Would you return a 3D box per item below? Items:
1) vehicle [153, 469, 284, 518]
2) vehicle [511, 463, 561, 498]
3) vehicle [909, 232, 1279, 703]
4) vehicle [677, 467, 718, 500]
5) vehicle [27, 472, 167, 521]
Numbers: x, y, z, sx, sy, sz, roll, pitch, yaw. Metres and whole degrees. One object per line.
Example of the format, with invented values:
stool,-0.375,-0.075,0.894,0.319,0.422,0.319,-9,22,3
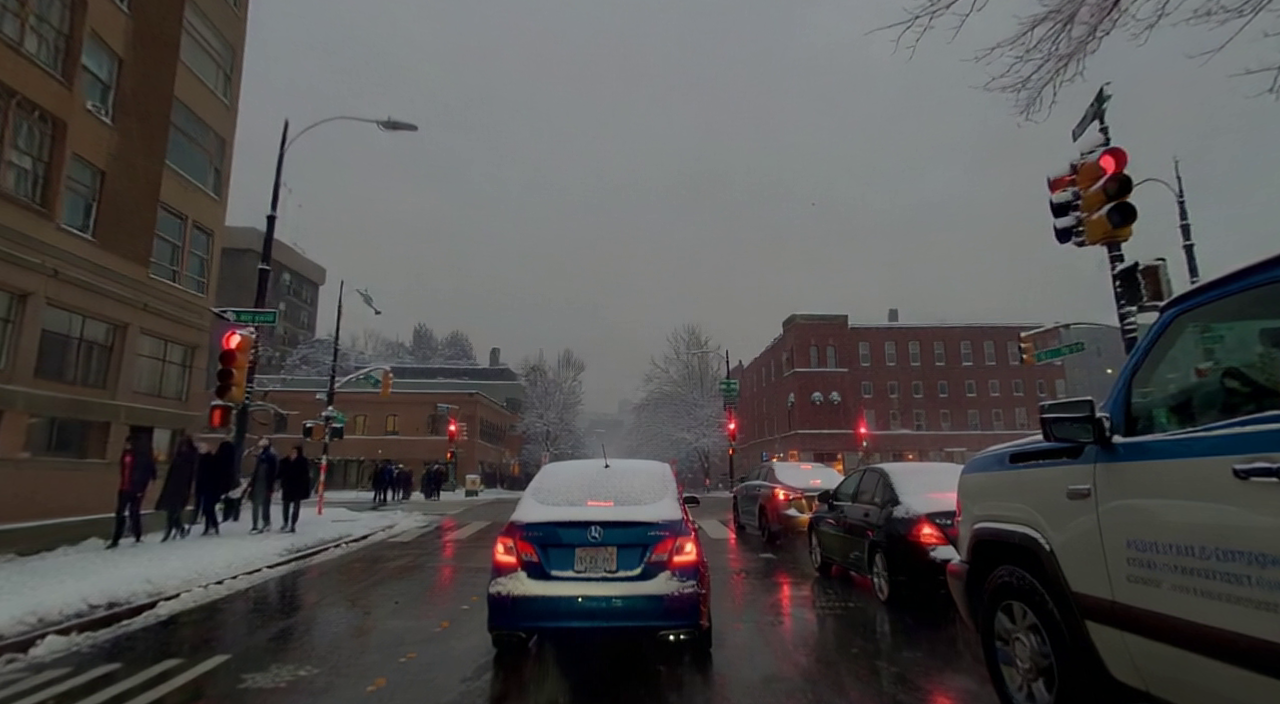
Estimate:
vehicle,-19.782,6.644,29.739,4.750,2.083,2.002,-1,-9,3
vehicle,-6.342,7.876,39.011,2.226,1.896,4.438,-1,-9,1
vehicle,3.202,0.547,1.228,2.632,1.979,6.096,0,-9,0
vehicle,3.473,8.034,38.857,1.908,1.741,4.066,0,-9,-3
vehicle,-25.490,6.778,29.735,4.588,2.048,2.110,0,-9,1
